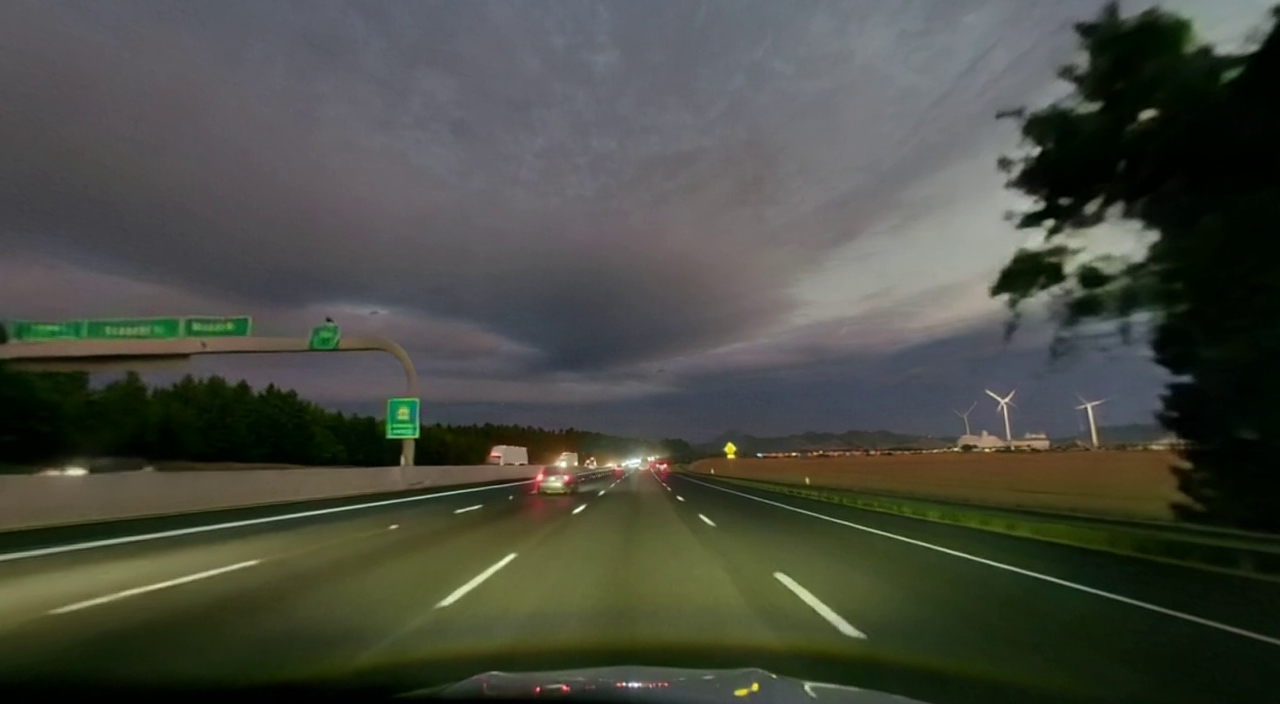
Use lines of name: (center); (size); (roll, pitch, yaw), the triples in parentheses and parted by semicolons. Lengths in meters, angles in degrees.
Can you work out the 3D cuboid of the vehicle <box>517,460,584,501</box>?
vehicle: (-3.568, 5.270, 26.076); (2.039, 1.505, 4.843); (1, -10, 0)
